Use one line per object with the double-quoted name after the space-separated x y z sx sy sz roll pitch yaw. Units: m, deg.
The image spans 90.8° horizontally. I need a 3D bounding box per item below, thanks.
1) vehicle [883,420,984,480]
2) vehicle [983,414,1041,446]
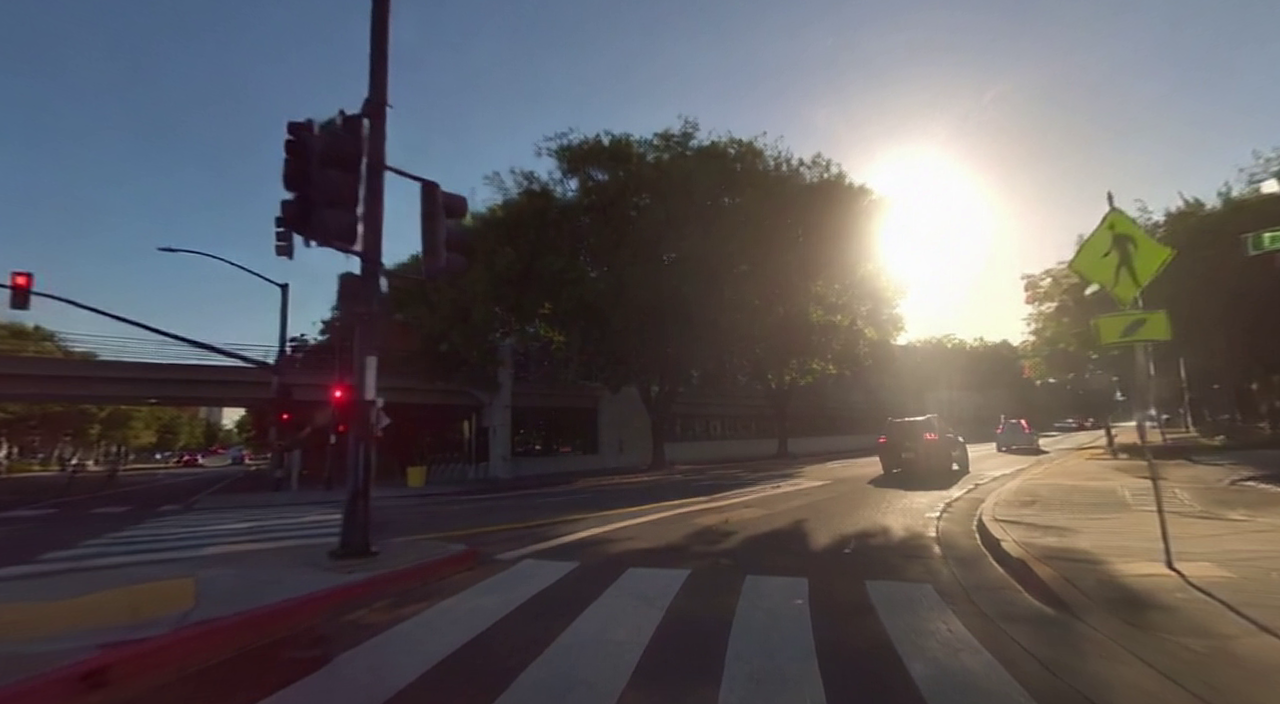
9.096 2.990 19.405 1.908 1.622 4.166 -6 -11 36 "vehicle"
24.655 5.224 41.790 2.122 1.954 5.144 -8 -11 42 "vehicle"
